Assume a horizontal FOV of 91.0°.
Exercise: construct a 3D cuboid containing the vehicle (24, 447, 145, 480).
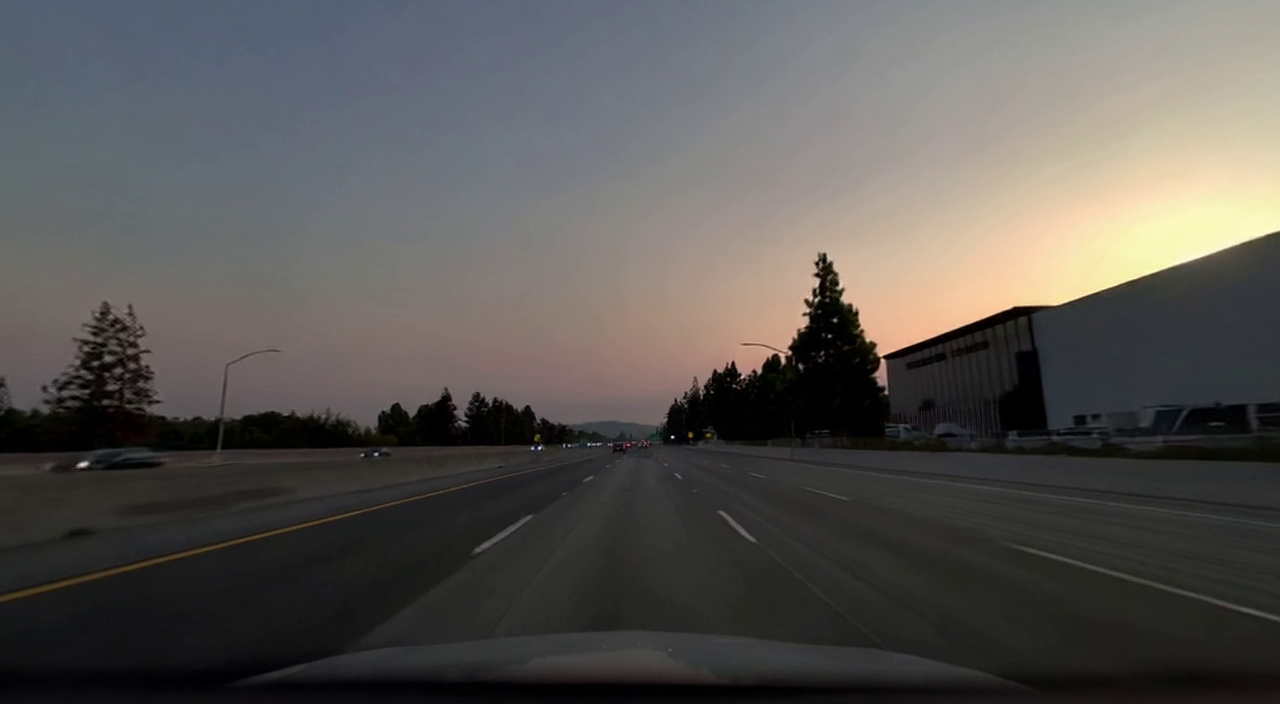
[{"bbox_3d":[-29.158,5.847,33.300,1.952,1.520,4.798,-1,-9,1],"label":"vehicle"}]
